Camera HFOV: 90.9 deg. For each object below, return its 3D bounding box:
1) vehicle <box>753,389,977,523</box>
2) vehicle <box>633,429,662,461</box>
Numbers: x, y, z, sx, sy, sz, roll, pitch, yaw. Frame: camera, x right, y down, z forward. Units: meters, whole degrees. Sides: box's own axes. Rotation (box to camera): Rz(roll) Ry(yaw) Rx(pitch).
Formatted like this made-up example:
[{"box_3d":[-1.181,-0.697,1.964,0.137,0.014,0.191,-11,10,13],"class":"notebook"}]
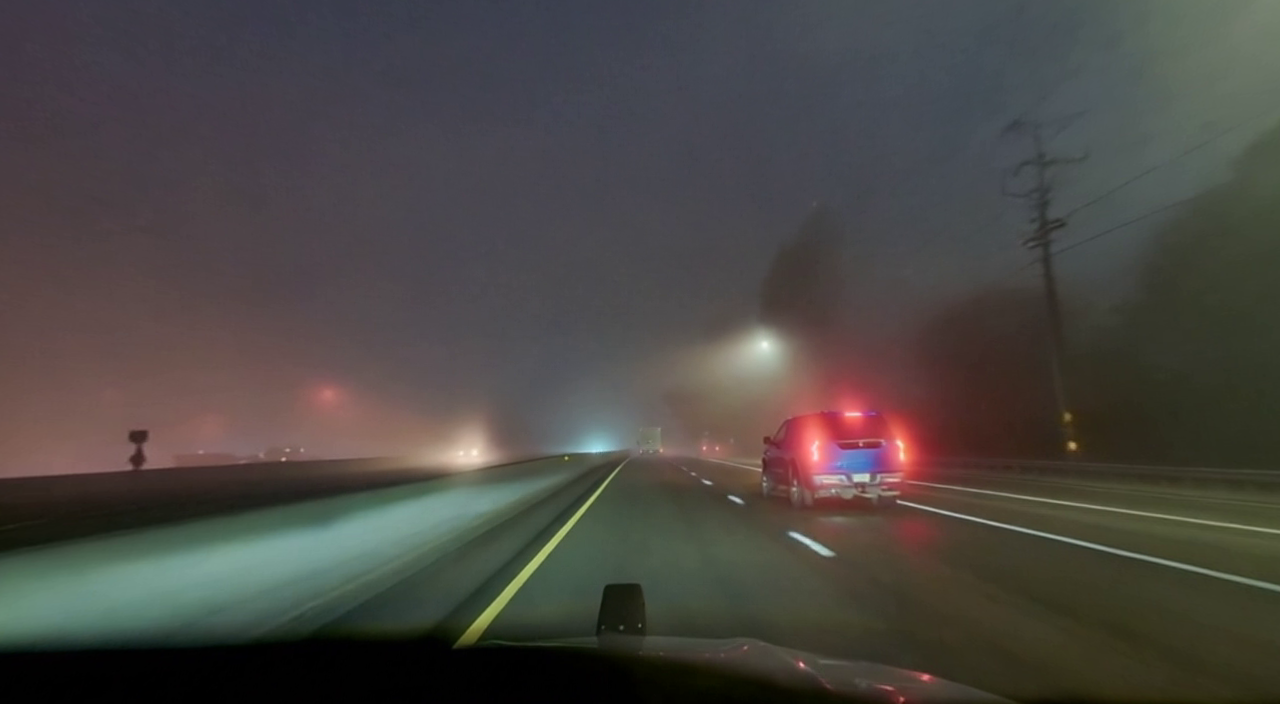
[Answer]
[{"box_3d":[4.180,2.127,13.185,2.594,2.155,5.670,-1,-9,0],"class":"vehicle"},{"box_3d":[0.540,7.085,47.945,2.099,2.260,4.899,0,-9,0],"class":"vehicle"}]
